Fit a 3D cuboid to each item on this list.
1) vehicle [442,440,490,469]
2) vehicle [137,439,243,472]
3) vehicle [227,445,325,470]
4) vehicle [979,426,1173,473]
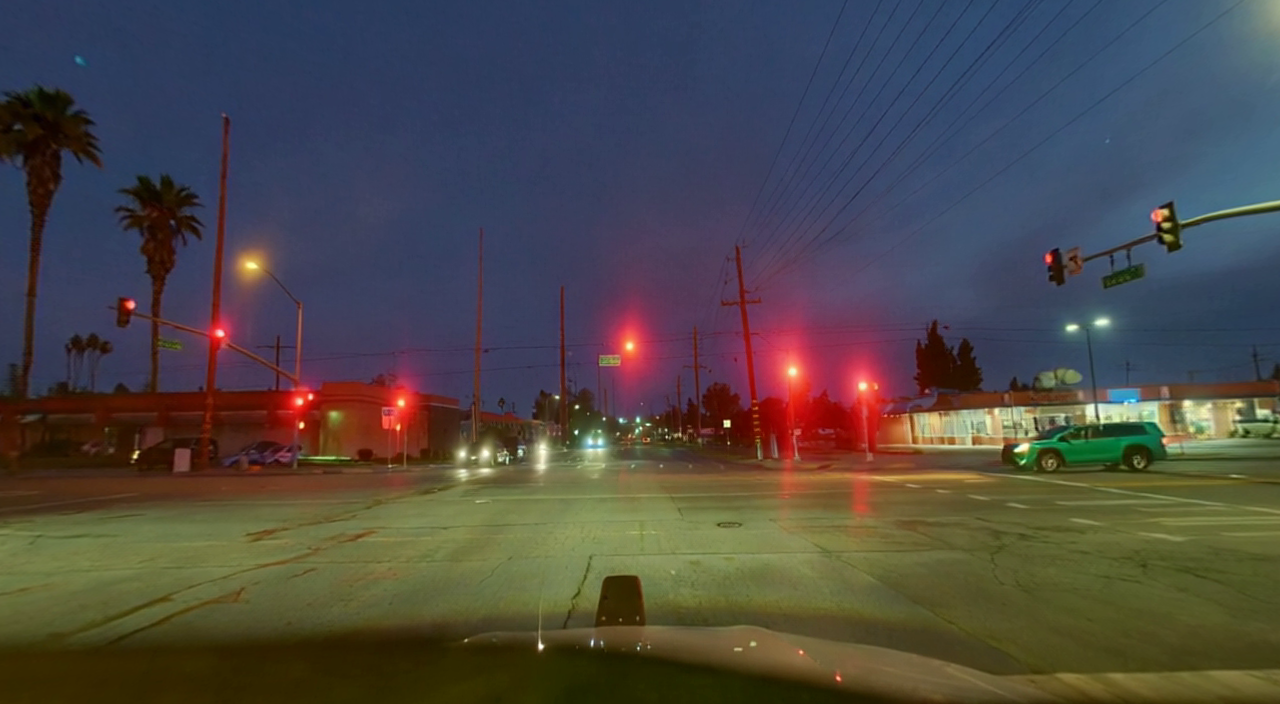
[{"bbox_3d":[-11.959,7.046,43.781,2.016,1.717,4.287,0,-6,1],"label":"vehicle"},{"bbox_3d":[-25.906,5.976,36.449,4.613,1.820,2.021,-1,-9,4],"label":"vehicle"},{"bbox_3d":[-22.306,6.483,38.833,4.849,1.444,1.881,0,-9,2],"label":"vehicle"},{"bbox_3d":[14.405,3.257,21.167,4.918,1.479,1.897,-1,-9,7],"label":"vehicle"}]
